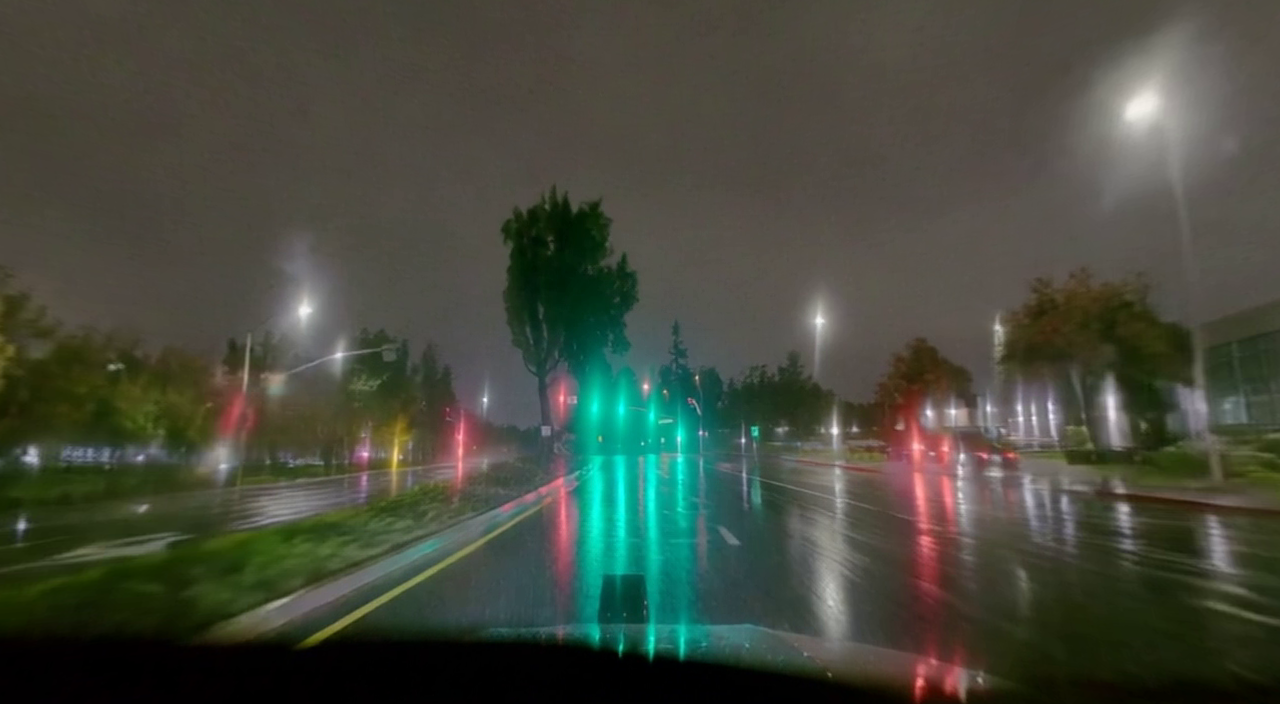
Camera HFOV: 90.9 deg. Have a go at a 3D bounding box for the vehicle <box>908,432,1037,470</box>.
[{"bbox_3d":[15.785,4.703,30.118,4.982,1.441,1.951,-3,-8,-2],"label":"vehicle"}]

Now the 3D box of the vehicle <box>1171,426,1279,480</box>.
[{"bbox_3d":[18.496,2.925,18.346,4.244,1.448,1.960,0,-8,1],"label":"vehicle"}]
